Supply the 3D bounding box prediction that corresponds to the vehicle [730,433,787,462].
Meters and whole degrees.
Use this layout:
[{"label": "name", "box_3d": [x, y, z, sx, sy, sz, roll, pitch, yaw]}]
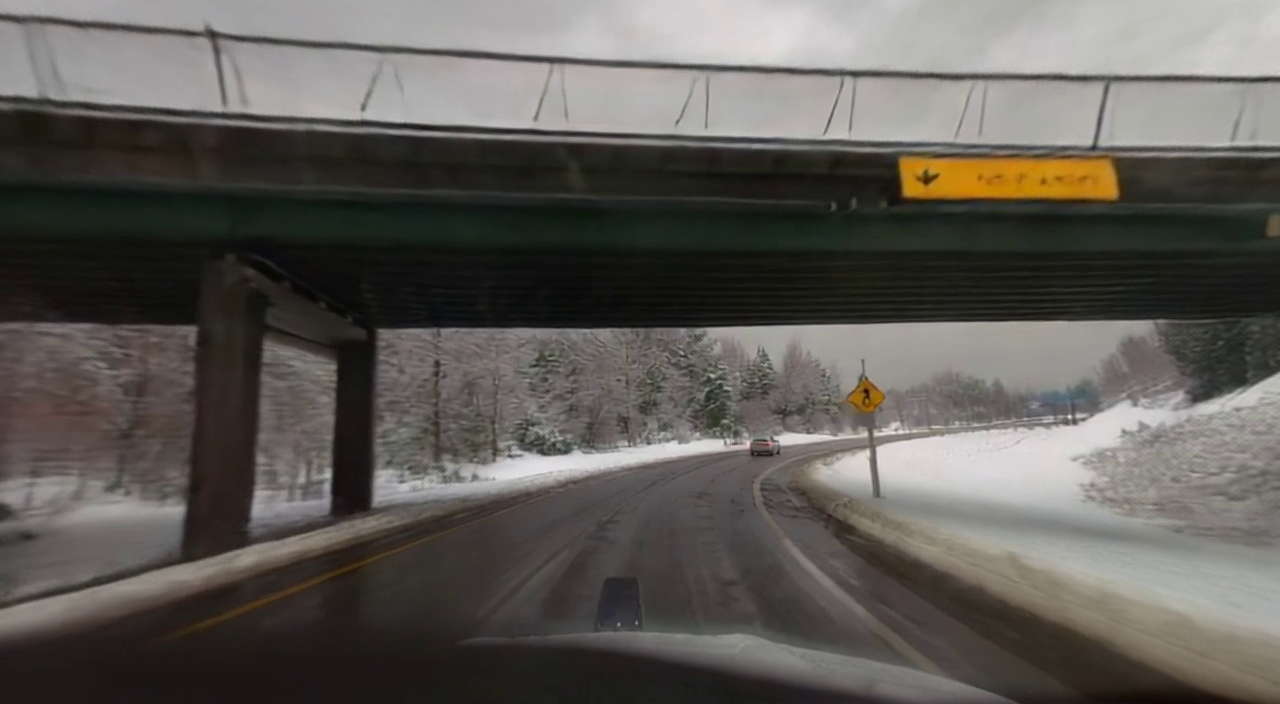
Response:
[{"label": "vehicle", "box_3d": [6.333, 5.061, 33.365, 1.980, 1.449, 3.650, -5, -10, 26]}]
